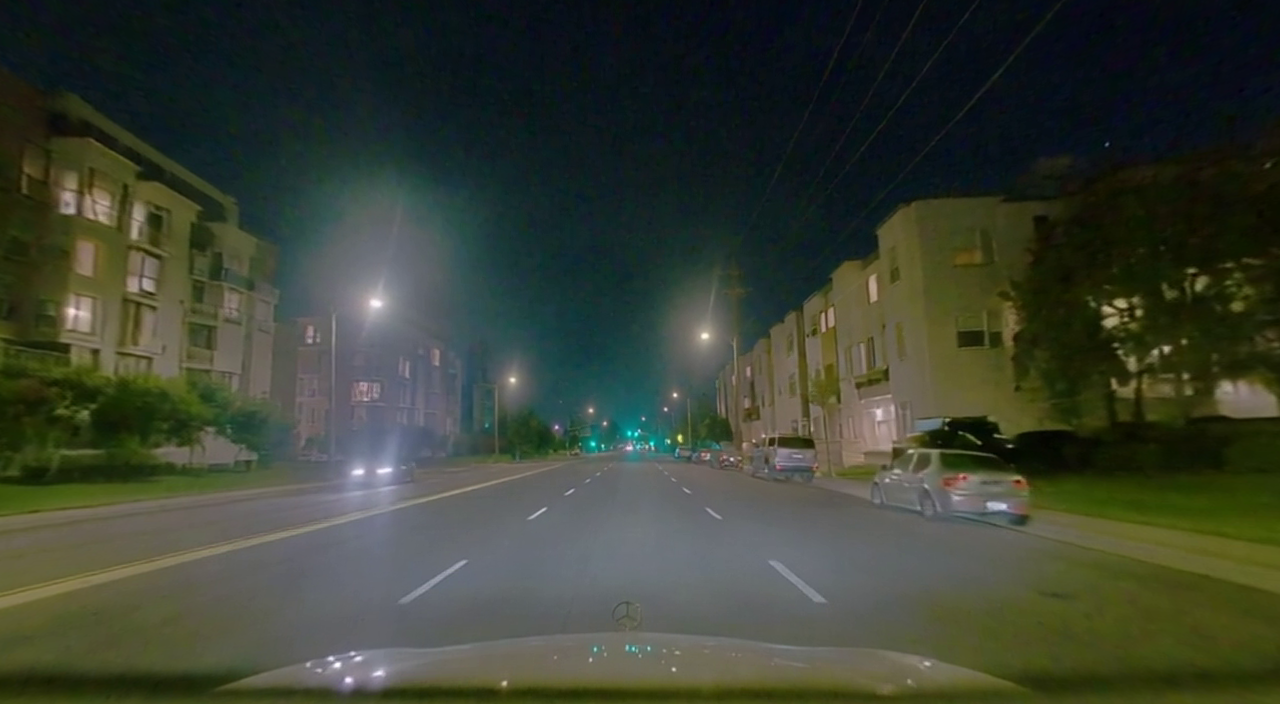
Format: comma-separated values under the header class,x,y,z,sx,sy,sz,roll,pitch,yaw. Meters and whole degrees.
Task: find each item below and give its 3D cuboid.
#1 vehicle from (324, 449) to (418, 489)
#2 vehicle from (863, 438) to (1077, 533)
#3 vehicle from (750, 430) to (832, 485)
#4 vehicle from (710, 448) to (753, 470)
class,x,y,z,sx,sy,sz,roll,pitch,yaw
vehicle,-10.666,4.642,25.459,1.847,1.460,4.294,-1,-9,1
vehicle,6.149,2.513,12.499,1.914,1.517,4.320,0,-9,0
vehicle,6.286,4.498,27.243,2.267,2.037,6.240,-1,-9,3
vehicle,6.059,7.147,42.402,2.013,1.408,5.011,0,-9,-1
